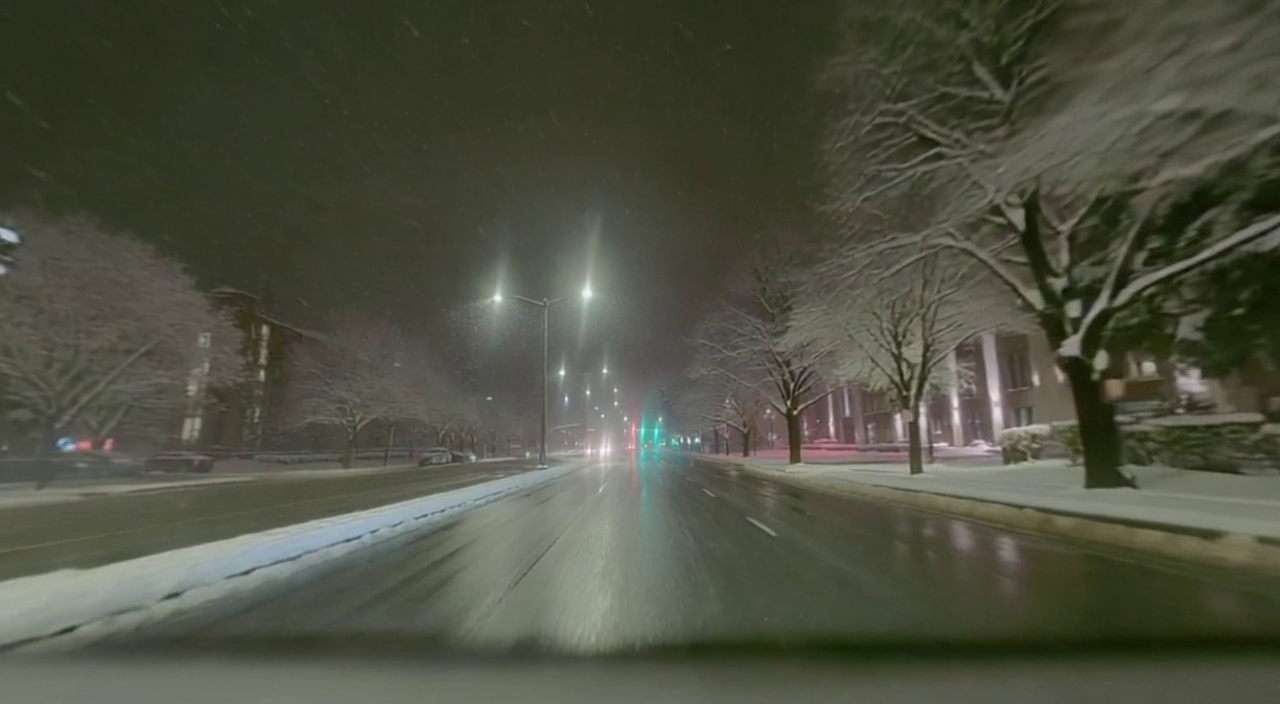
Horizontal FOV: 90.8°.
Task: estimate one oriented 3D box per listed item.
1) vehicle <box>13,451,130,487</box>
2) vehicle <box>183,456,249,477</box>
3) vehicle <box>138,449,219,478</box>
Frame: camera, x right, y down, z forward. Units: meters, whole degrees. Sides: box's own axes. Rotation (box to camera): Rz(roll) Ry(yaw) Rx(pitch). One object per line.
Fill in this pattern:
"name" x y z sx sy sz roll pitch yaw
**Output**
"vehicle" -31.841 6.544 35.624 2.034 1.818 4.855 0 -8 1
"vehicle" -31.824 8.591 47.550 1.947 1.444 4.313 -1 -10 0
"vehicle" -34.551 8.383 47.492 2.230 1.962 5.115 -1 -10 0
